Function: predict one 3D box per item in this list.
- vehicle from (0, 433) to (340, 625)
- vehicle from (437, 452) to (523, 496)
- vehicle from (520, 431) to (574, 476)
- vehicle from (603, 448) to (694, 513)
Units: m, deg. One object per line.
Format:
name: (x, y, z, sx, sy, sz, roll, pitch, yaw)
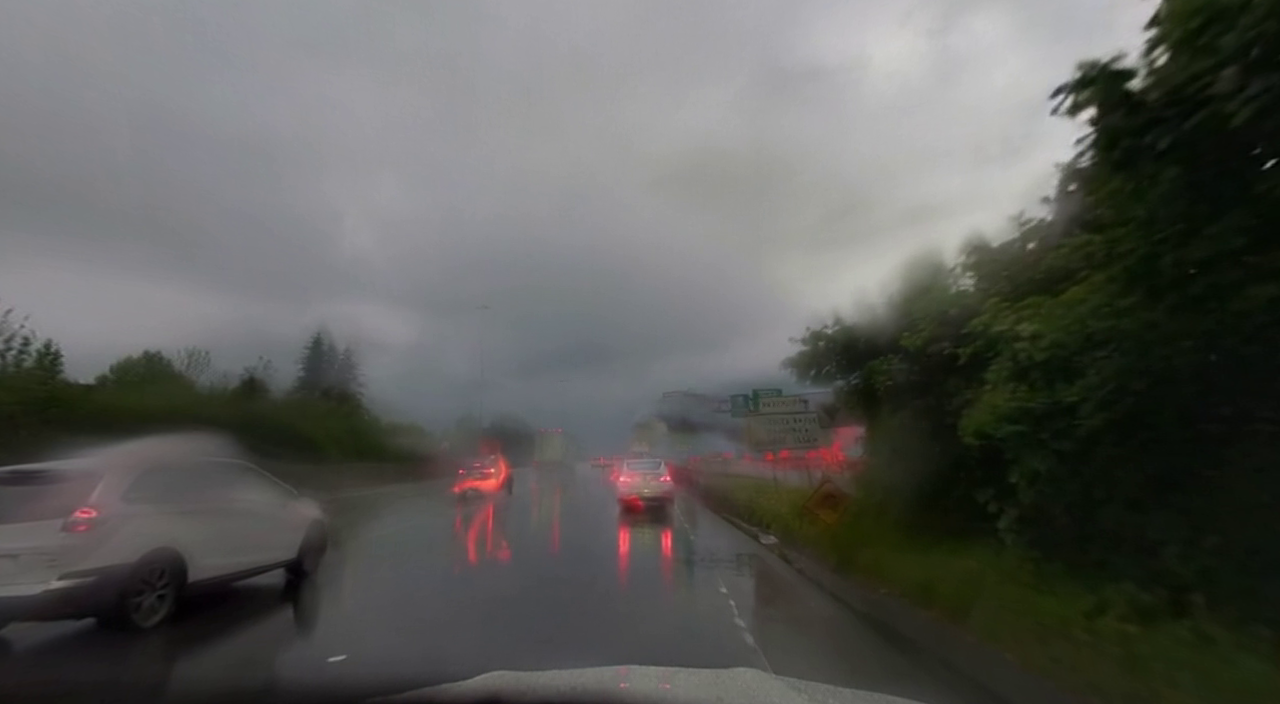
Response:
vehicle: (-5.519, 1.757, 7.259, 1.892, 1.481, 4.573, 0, -9, -1)
vehicle: (-5.654, 4.342, 22.769, 2.063, 1.417, 4.000, 0, -9, 0)
vehicle: (-5.853, 6.534, 40.464, 2.326, 2.645, 6.249, 0, -9, 1)
vehicle: (0.195, 3.202, 16.113, 2.080, 1.451, 3.512, 0, -9, 0)
